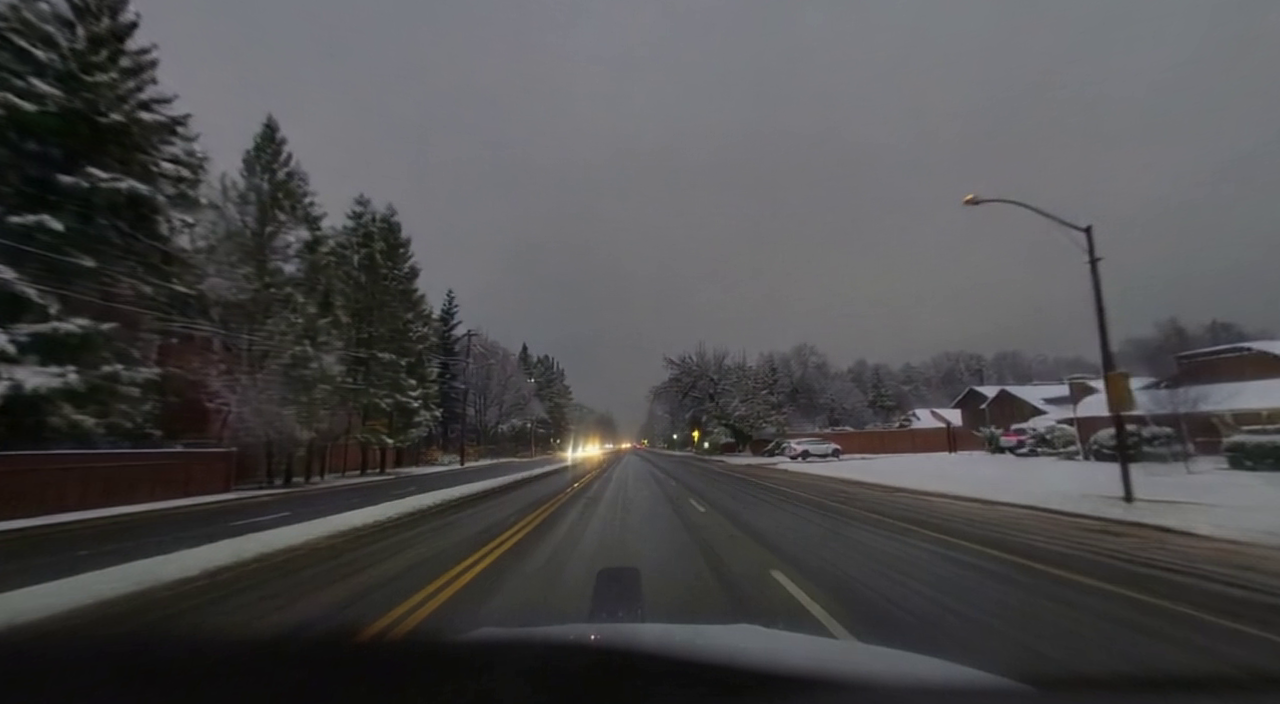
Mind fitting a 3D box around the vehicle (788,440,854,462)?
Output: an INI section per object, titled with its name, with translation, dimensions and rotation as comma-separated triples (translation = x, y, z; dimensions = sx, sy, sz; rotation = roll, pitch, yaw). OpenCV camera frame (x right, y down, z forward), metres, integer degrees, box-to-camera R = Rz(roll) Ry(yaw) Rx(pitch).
[vehicle]
translation = 14.076, 7.725, 49.247
dimensions = 4.513, 1.619, 1.905
rotation = 1, -9, -8
